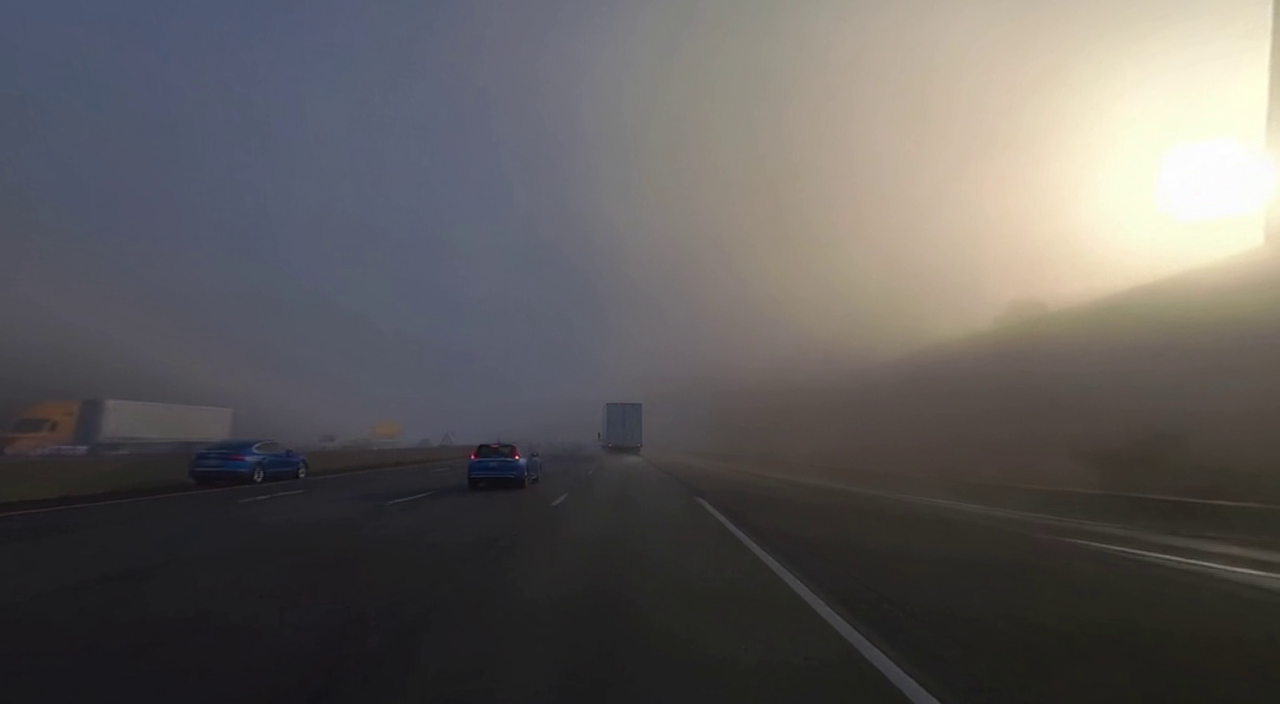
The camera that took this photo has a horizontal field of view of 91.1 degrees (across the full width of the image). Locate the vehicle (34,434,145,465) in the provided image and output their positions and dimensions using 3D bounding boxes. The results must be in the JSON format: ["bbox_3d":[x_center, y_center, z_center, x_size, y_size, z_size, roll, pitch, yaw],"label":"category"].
[{"bbox_3d":[-29.437,5.245,33.808,1.949,1.537,4.581,0,-8,-2],"label":"vehicle"}]

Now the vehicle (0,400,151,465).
[{"bbox_3d":[-37.781,5.508,42.497,3.004,3.920,8.026,0,-8,-3],"label":"vehicle"}]

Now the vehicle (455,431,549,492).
[{"bbox_3d":[-4.142,3.332,19.507,2.109,1.684,3.783,0,-8,-1],"label":"vehicle"}]

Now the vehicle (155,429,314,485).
[{"bbox_3d":[-14.945,3.910,23.708,2.285,1.835,5.672,0,-8,-1],"label":"vehicle"}]
